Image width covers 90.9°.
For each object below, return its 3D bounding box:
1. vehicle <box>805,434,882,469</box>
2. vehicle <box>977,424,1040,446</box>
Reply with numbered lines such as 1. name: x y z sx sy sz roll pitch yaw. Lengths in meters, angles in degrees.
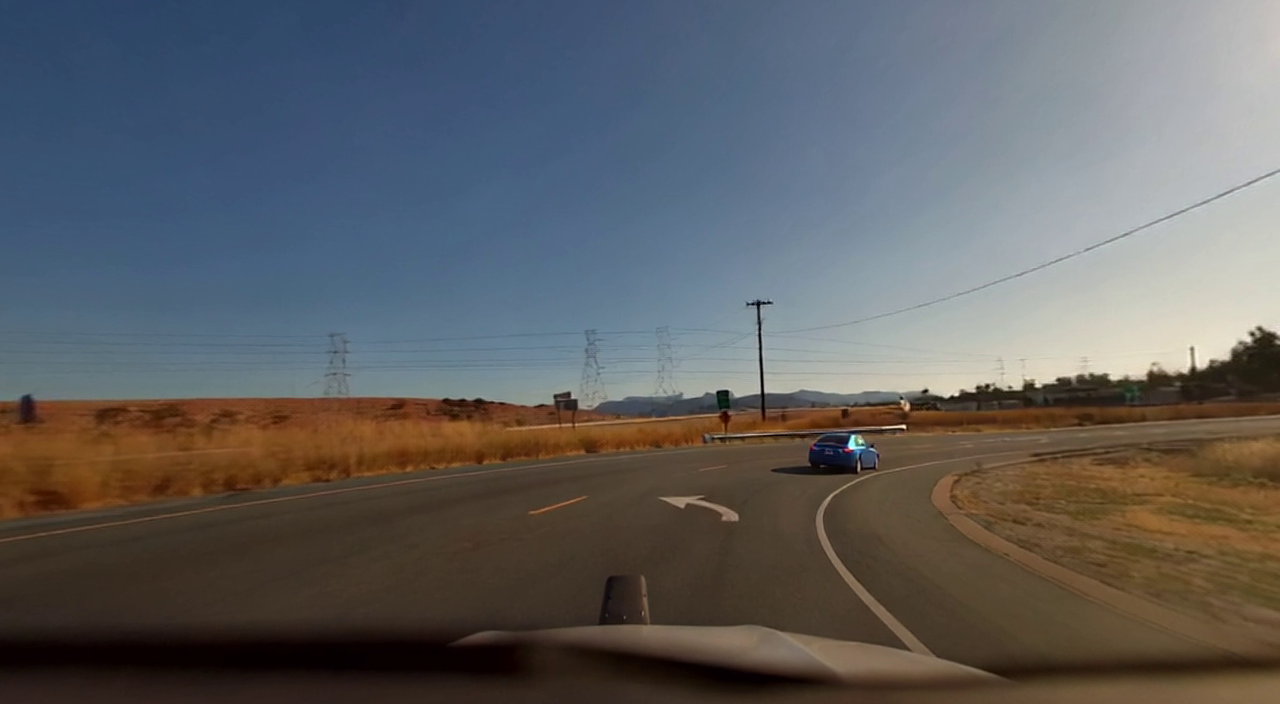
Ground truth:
1. vehicle: 9.023 4.351 27.736 2.026 1.407 4.374 -6 -10 33
2. vehicle: 25.706 5.835 43.985 4.307 1.465 1.836 5 -10 -30
